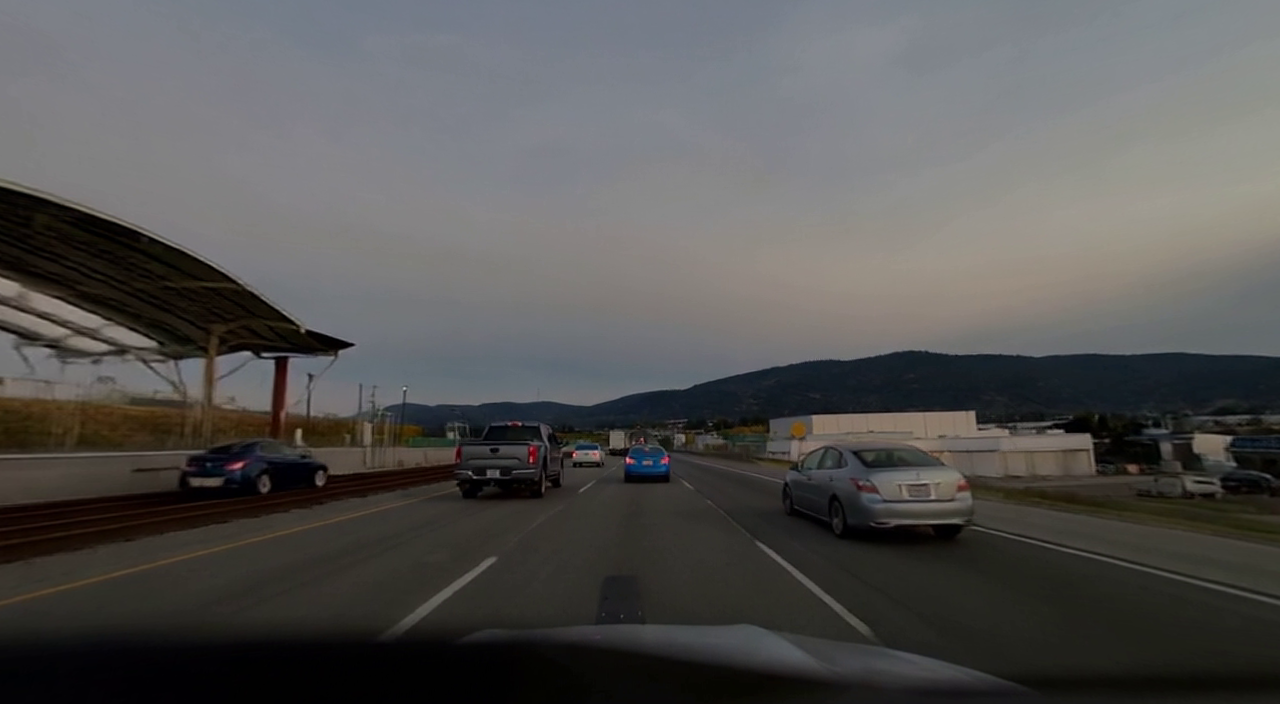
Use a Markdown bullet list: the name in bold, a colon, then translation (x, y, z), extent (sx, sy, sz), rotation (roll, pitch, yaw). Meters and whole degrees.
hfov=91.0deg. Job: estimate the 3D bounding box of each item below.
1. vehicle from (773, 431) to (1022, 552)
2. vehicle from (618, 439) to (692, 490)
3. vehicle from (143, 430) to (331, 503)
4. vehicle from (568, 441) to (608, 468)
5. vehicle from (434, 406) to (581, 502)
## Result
- **vehicle**: translation (3.753, 2.120, 10.371), extent (2.023, 1.510, 4.773), rotation (0, -9, -1)
- **vehicle**: translation (0.420, 3.625, 20.592), extent (2.171, 1.493, 4.081), rotation (0, -9, -1)
- **vehicle**: translation (-10.795, 3.095, 17.444), extent (2.137, 1.728, 4.665), rotation (0, -9, -1)
- **vehicle**: translation (-3.279, 6.638, 40.850), extent (2.151, 1.613, 4.786), rotation (0, -9, 1)
- **vehicle**: translation (-3.412, 2.889, 18.133), extent (2.733, 2.230, 6.820), rotation (0, -9, 0)
